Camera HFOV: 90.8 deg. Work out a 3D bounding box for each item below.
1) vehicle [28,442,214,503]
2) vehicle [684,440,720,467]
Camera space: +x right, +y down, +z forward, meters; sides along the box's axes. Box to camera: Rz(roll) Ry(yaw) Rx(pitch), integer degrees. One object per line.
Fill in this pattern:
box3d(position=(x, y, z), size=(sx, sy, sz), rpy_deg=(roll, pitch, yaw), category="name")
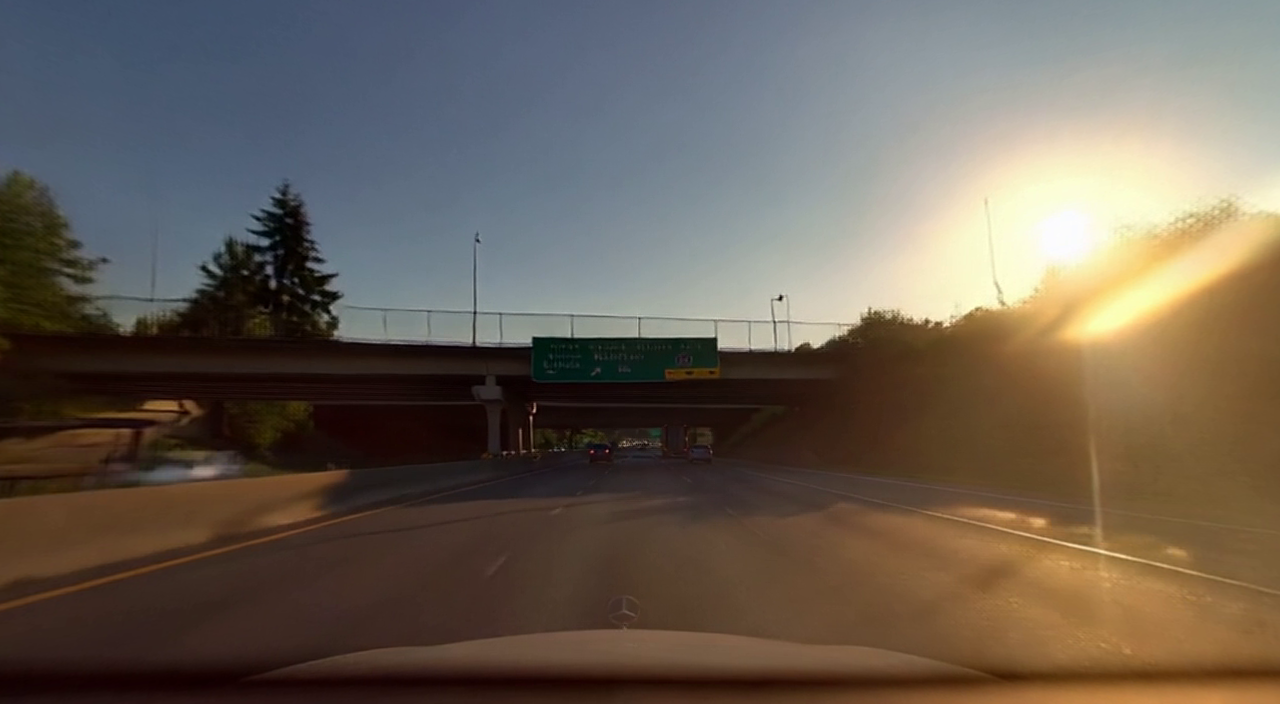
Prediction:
box3d(position=(-15.380, 3.559, 19.082), size=(1.948, 1.617, 4.249), rpy_deg=(0, -9, 0), category="vehicle")
box3d(position=(4.555, 7.509, 46.941), size=(2.100, 1.889, 4.969), rpy_deg=(0, -9, -1), category="vehicle")
